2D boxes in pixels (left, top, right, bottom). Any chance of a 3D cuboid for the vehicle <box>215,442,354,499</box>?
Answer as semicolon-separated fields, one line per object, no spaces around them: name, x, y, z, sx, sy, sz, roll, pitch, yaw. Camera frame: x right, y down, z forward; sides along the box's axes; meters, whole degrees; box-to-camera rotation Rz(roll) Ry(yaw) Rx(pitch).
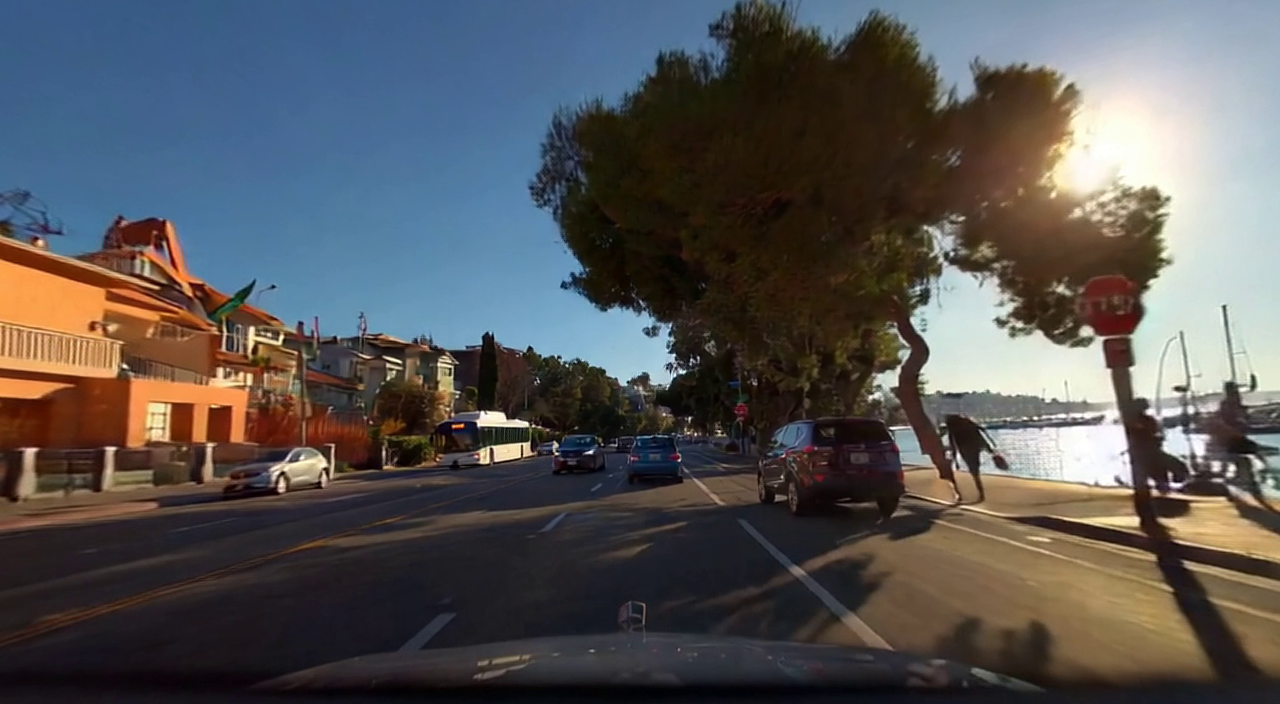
vehicle;-10.394;3.470;18.801;1.731;1.489;3.841;-1;-9;3

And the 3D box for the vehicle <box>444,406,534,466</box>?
vehicle;-9.473;5.531;40.895;2.995;3.421;9.259;-1;-9;3

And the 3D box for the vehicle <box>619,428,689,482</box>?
vehicle;0.410;3.435;21.166;2.132;1.632;3.838;0;-9;0

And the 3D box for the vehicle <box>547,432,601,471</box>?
vehicle;-2.953;4.574;29.158;1.929;1.648;4.114;-1;-9;2

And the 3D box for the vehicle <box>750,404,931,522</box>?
vehicle;3.504;2.050;12.065;2.000;1.809;4.405;0;-9;0

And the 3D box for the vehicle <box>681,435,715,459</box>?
vehicle;3.965;6.579;43.655;1.876;1.626;3.851;0;-9;-1
